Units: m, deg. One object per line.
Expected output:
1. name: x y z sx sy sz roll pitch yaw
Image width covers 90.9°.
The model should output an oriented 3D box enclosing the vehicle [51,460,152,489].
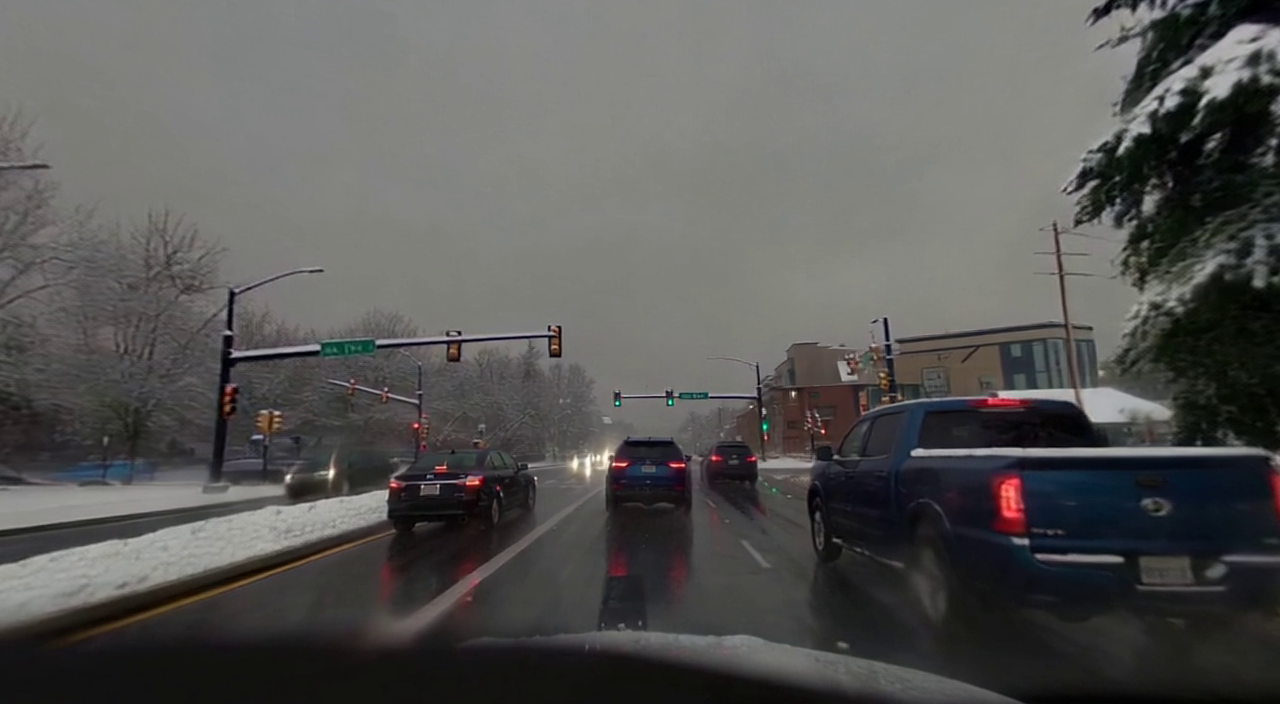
1. vehicle: -35.991 8.203 42.269 4.606 1.867 2.226 0 -11 -1

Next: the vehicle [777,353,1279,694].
1. vehicle: 3.315 1.353 6.422 2.571 1.857 5.841 0 -8 1

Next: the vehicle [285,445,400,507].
1. vehicle: -10.129 4.201 21.961 2.099 1.813 4.583 -1 -8 -5

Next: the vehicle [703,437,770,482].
1. vehicle: 4.369 4.982 29.563 2.408 1.908 5.355 0 -9 2

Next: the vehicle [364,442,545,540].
1. vehicle: -3.207 2.480 12.082 1.909 1.476 4.751 0 -8 1

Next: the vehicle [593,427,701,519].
1. vehicle: 0.172 2.663 14.369 2.113 1.768 3.901 0 -8 1

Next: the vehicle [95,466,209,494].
1. vehicle: -29.353 7.703 38.045 5.100 1.533 2.032 0 -8 -1

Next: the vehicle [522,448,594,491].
1. vehicle: -3.010 4.405 24.125 2.072 1.450 4.612 0 -8 1
